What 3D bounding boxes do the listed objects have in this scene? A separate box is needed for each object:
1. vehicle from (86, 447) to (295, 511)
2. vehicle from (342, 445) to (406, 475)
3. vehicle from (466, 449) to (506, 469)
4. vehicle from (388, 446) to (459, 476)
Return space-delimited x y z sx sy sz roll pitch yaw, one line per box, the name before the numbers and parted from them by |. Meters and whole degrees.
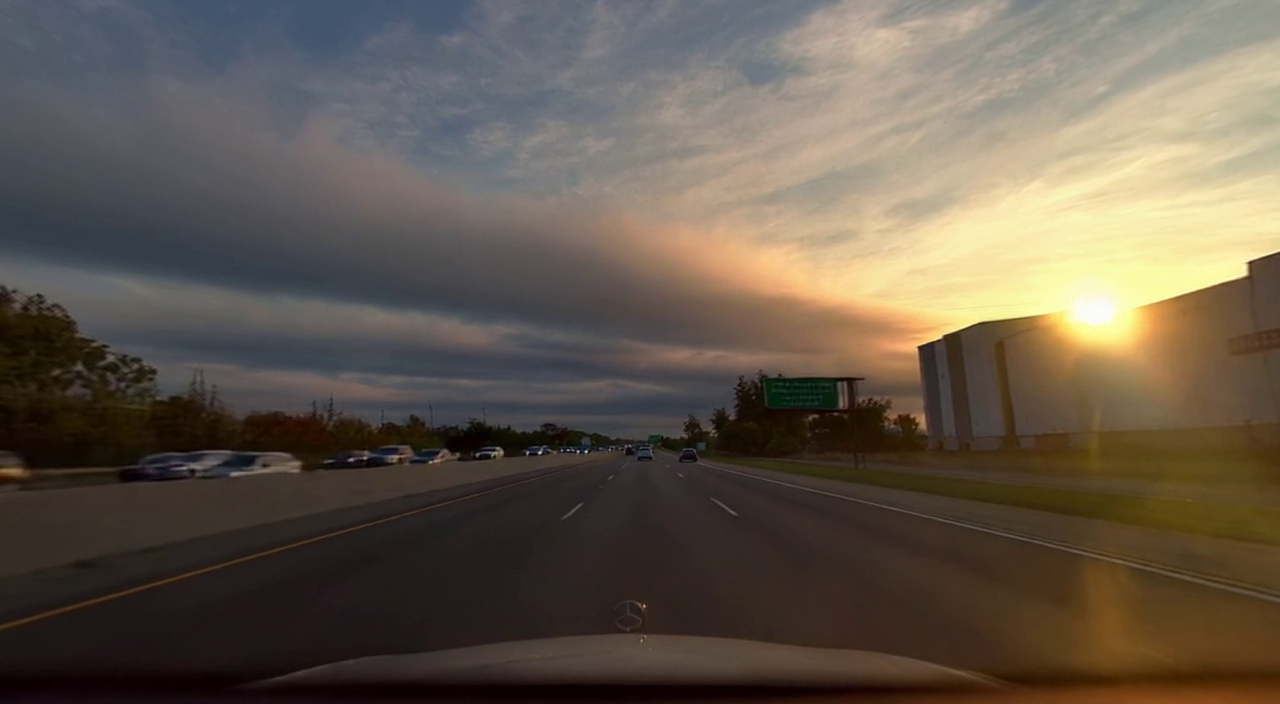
vehicle | -11.437 3.227 16.587 1.982 1.420 4.712 0 -9 1
vehicle | -15.238 6.204 36.357 1.841 1.586 4.041 0 -9 1
vehicle | -11.436 7.994 47.054 1.893 1.419 3.812 -1 -9 2
vehicle | -11.531 5.851 33.954 2.025 1.474 4.804 0 -9 1
